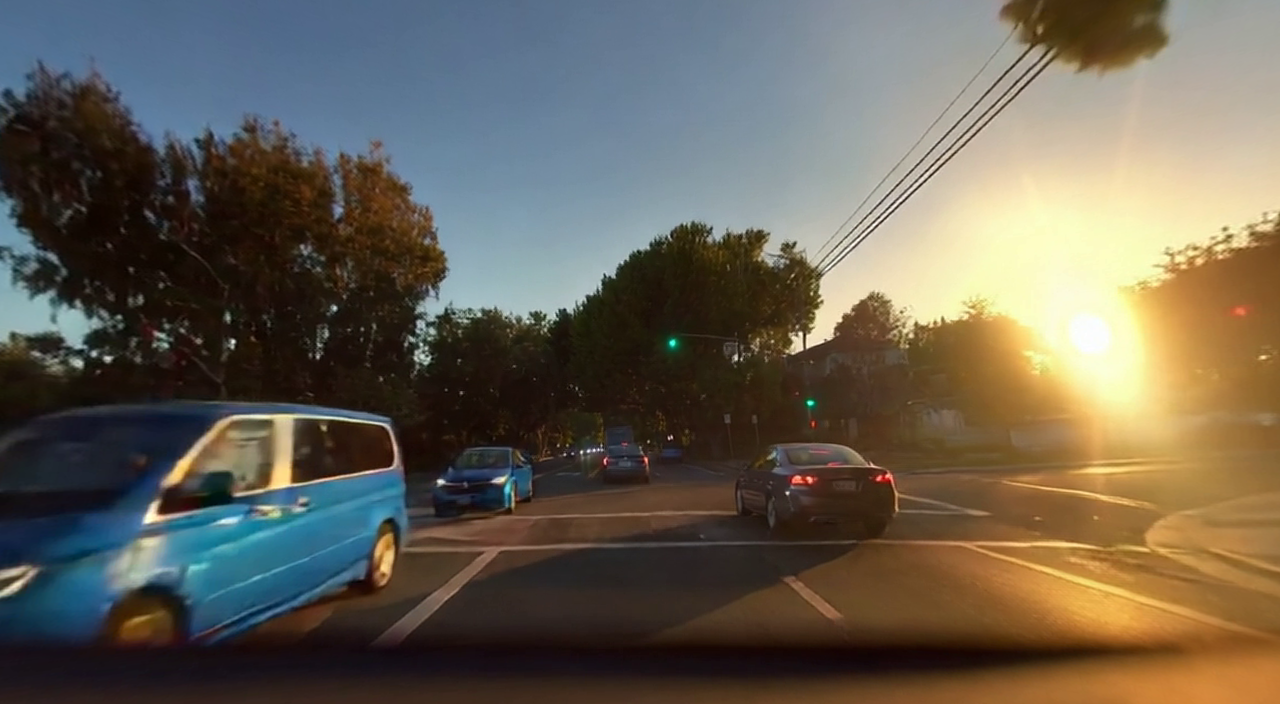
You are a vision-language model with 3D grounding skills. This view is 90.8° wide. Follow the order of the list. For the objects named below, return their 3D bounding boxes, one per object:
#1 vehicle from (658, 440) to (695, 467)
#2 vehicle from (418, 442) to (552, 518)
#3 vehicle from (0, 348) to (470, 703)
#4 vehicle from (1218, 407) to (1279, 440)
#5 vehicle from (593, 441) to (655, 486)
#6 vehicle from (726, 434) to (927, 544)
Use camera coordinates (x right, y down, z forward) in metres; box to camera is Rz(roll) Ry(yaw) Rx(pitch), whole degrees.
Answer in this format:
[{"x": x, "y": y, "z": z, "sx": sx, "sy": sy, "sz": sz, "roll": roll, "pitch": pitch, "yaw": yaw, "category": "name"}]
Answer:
[{"x": 2.657, "y": 7.562, "z": 47.287, "sx": 2.187, "sy": 1.847, "sz": 4.553, "roll": 0, "pitch": -8, "yaw": -3, "category": "vehicle"}, {"x": -3.368, "y": 2.854, "z": 14.769, "sx": 2.096, "sy": 1.472, "sz": 4.618, "roll": 0, "pitch": -8, "yaw": -2, "category": "vehicle"}, {"x": -3.152, "y": 1.248, "z": 5.243, "sx": 2.083, "sy": 1.741, "sz": 5.530, "roll": 0, "pitch": -8, "yaw": -1, "category": "vehicle"}, {"x": 33.521, "y": 3.874, "z": 33.680, "sx": 1.891, "sy": 1.644, "sz": 3.671, "roll": 0, "pitch": -8, "yaw": 1, "category": "vehicle"}, {"x": -0.613, "y": 4.091, "z": 23.515, "sx": 2.114, "sy": 1.483, "sz": 4.207, "roll": 0, "pitch": -8, "yaw": -2, "category": "vehicle"}, {"x": 2.811, "y": 2.169, "z": 10.753, "sx": 1.973, "sy": 1.447, "sz": 4.402, "roll": 0, "pitch": -8, "yaw": -2, "category": "vehicle"}]
